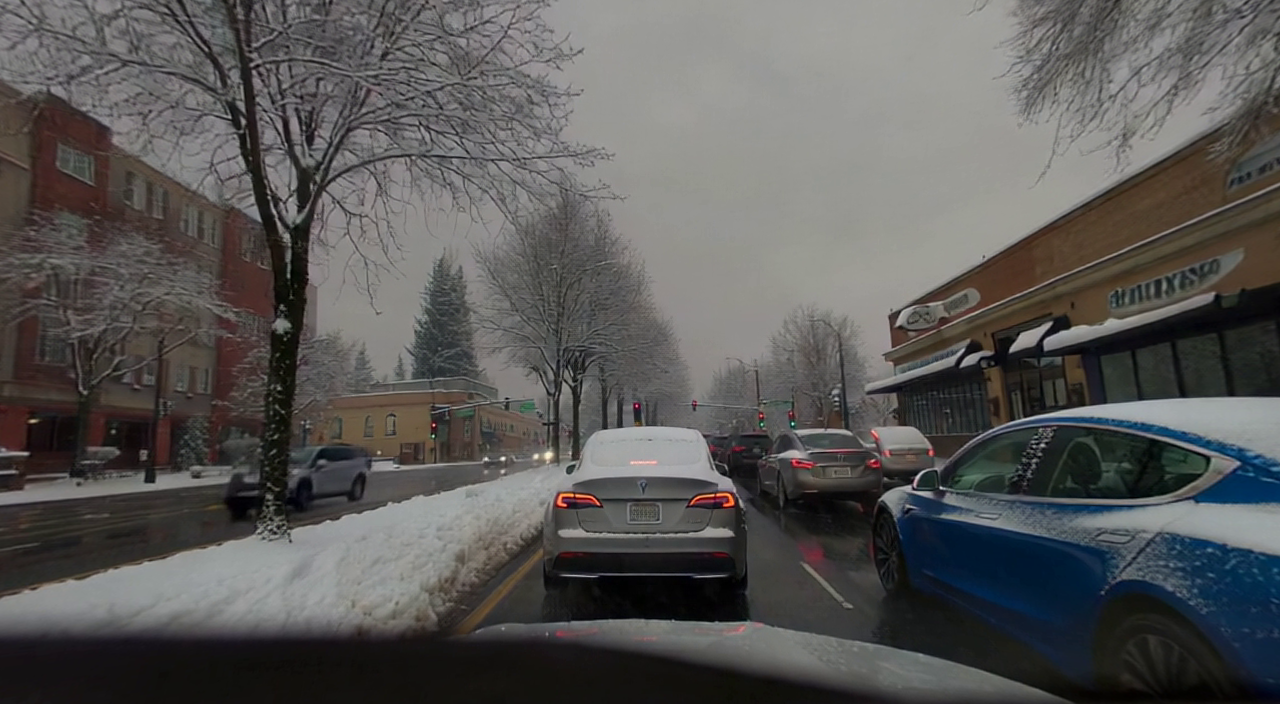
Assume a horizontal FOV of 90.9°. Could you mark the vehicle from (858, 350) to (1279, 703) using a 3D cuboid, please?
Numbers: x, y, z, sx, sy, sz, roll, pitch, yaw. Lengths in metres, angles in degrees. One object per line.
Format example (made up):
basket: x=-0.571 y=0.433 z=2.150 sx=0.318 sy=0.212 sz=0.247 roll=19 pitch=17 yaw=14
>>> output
vehicle: x=3.194 y=1.092 z=3.966 sx=2.038 sy=1.651 sz=4.455 roll=0 pitch=-8 yaw=0

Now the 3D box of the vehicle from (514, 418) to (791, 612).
vehicle: x=0.108 y=1.555 z=6.916 sx=2.137 sy=1.488 sz=3.938 roll=0 pitch=-8 yaw=0

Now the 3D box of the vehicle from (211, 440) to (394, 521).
vehicle: x=-7.875 y=2.995 z=15.313 sx=1.999 sy=1.662 sz=4.291 roll=0 pitch=-8 yaw=1
